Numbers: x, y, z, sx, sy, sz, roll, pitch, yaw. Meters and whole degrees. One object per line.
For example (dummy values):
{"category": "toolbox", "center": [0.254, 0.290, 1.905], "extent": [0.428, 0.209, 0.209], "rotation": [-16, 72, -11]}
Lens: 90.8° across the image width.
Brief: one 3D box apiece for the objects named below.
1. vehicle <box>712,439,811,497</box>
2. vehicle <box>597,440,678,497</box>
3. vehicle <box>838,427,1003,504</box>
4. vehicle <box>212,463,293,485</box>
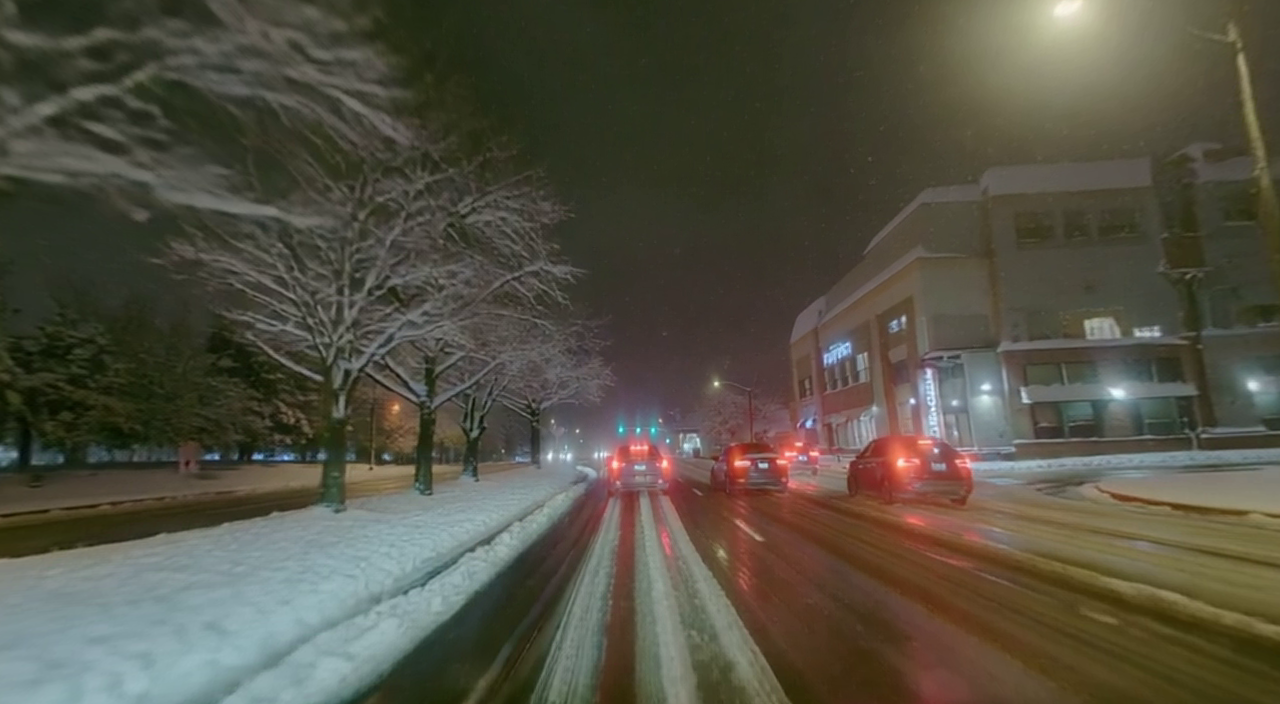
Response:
{"category": "vehicle", "center": [3.438, 3.385, 18.768], "extent": [1.993, 1.477, 4.240], "rotation": [0, -9, -1]}
{"category": "vehicle", "center": [-0.133, 3.364, 18.536], "extent": [2.101, 1.444, 4.248], "rotation": [0, -9, -2]}
{"category": "vehicle", "center": [7.116, 2.948, 16.763], "extent": [2.052, 1.708, 4.842], "rotation": [0, -9, -1]}
{"category": "vehicle", "center": [-28.187, 8.889, 46.012], "extent": [4.693, 1.499, 1.838], "rotation": [-1, -9, 1]}
